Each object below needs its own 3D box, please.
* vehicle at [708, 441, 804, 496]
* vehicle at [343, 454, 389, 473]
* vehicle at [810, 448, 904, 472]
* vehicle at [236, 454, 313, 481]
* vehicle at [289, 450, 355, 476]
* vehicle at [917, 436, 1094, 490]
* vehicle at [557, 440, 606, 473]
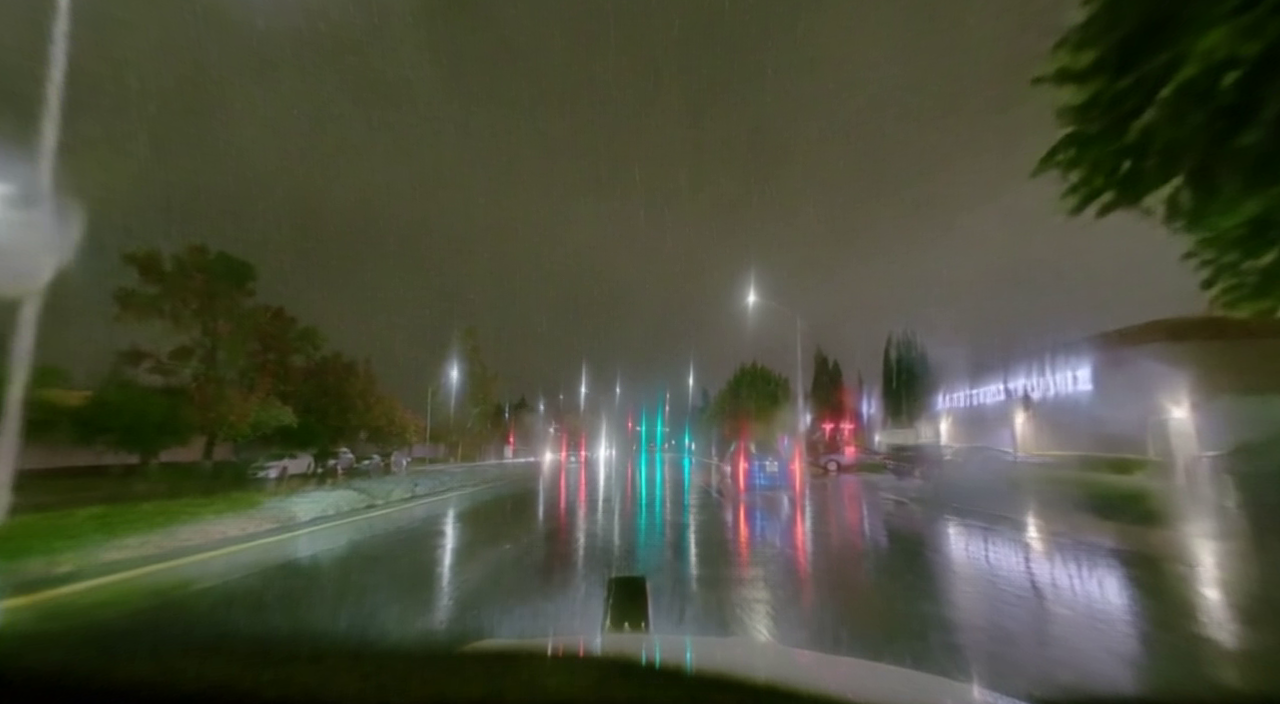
[{"bbox_3d":[3.387,3.503,19.371,2.083,1.474,4.360,0,-9,-1],"label":"vehicle"},{"bbox_3d":[-21.596,8.802,49.834,1.838,1.351,3.904,0,-9,0],"label":"vehicle"},{"bbox_3d":[12.814,6.403,37.406,4.757,1.327,2.062,0,-8,-2],"label":"vehicle"},{"bbox_3d":[-21.606,6.811,37.457,1.799,1.465,4.390,-1,-9,2],"label":"vehicle"},{"bbox_3d":[-21.603,7.573,43.080,2.029,1.636,4.549,0,-9,2],"label":"vehicle"},{"bbox_3d":[13.583,4.119,23.629,5.342,1.867,2.147,1,-8,-6],"label":"vehicle"},{"bbox_3d":[-3.026,5.531,33.505,2.113,1.626,4.129,0,-9,1],"label":"vehicle"}]
